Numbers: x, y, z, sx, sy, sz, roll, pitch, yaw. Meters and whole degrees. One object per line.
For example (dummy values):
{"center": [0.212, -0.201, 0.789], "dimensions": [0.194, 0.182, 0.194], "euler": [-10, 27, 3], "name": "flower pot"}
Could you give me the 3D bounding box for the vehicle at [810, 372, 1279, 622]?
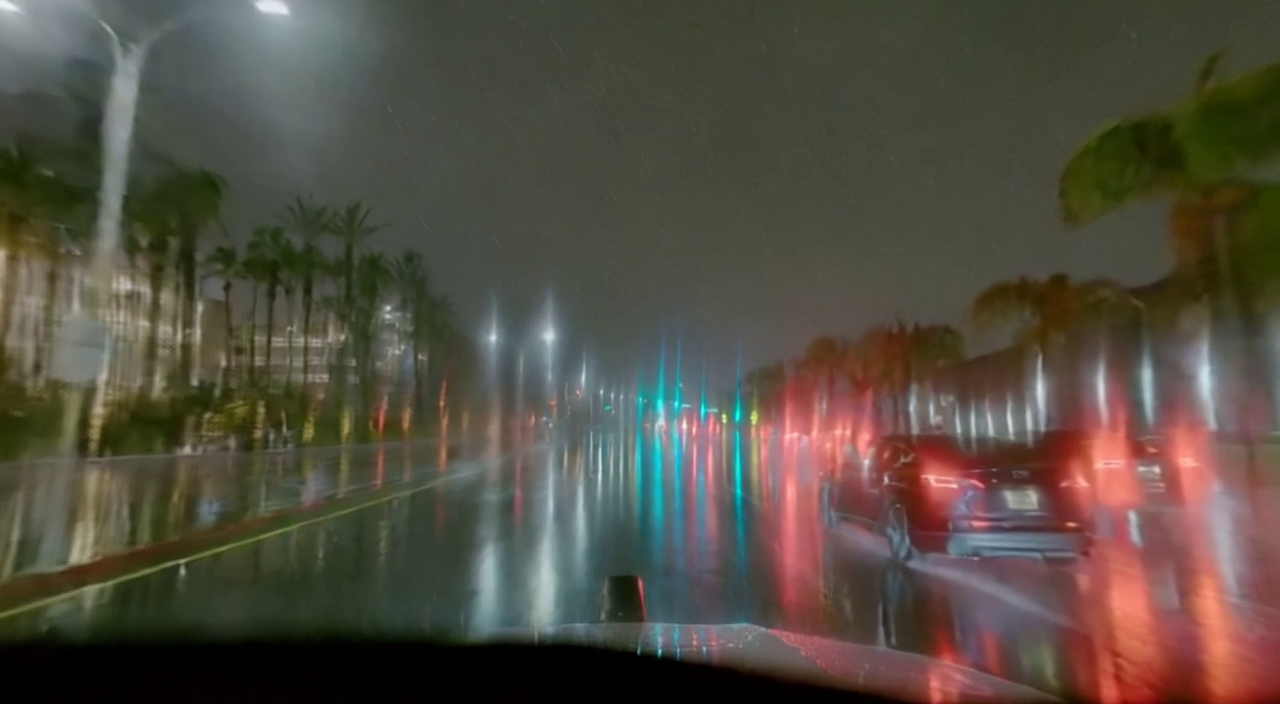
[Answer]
{"center": [3.661, 1.397, 6.981], "dimensions": [2.219, 1.795, 4.718], "euler": [0, -9, 0], "name": "vehicle"}
